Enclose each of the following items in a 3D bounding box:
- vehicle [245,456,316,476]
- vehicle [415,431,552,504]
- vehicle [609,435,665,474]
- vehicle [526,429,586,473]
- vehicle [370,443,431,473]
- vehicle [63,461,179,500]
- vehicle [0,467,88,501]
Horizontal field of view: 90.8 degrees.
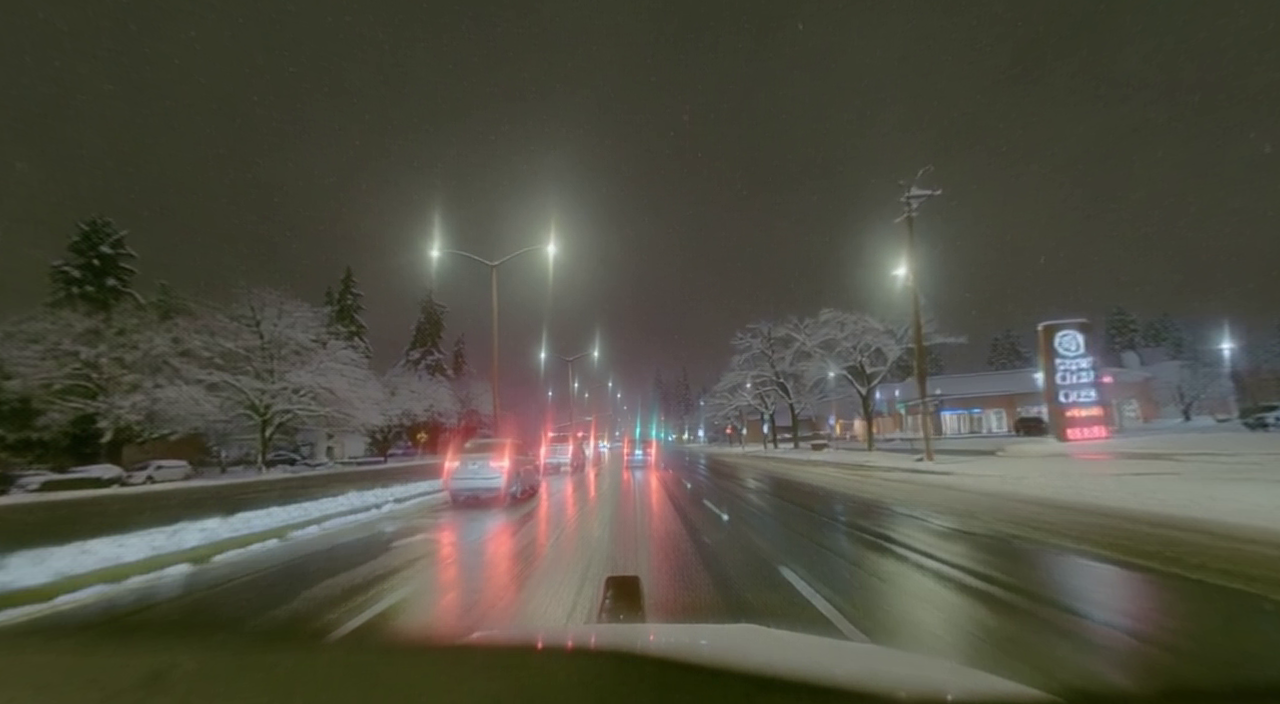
[{"bbox_3d":[-27.558,8.736,48.537,4.300,1.427,1.877,1,-8,-7],"label":"vehicle"},{"bbox_3d":[-3.537,2.717,15.272,2.139,1.487,4.453,0,-8,1],"label":"vehicle"},{"bbox_3d":[-0.133,4.200,26.088,2.126,1.475,3.967,0,-8,-1],"label":"vehicle"},{"bbox_3d":[-3.517,4.251,27.267,2.046,1.751,4.208,0,-8,0],"label":"vehicle"},{"bbox_3d":[-13.134,5.820,34.906,1.879,1.503,4.274,0,-8,-2],"label":"vehicle"},{"bbox_3d":[-28.720,7.085,35.078,4.586,1.682,2.003,-3,-8,-4],"label":"vehicle"},{"bbox_3d":[-29.154,6.247,29.994,4.193,1.435,1.770,0,-8,0],"label":"vehicle"}]
